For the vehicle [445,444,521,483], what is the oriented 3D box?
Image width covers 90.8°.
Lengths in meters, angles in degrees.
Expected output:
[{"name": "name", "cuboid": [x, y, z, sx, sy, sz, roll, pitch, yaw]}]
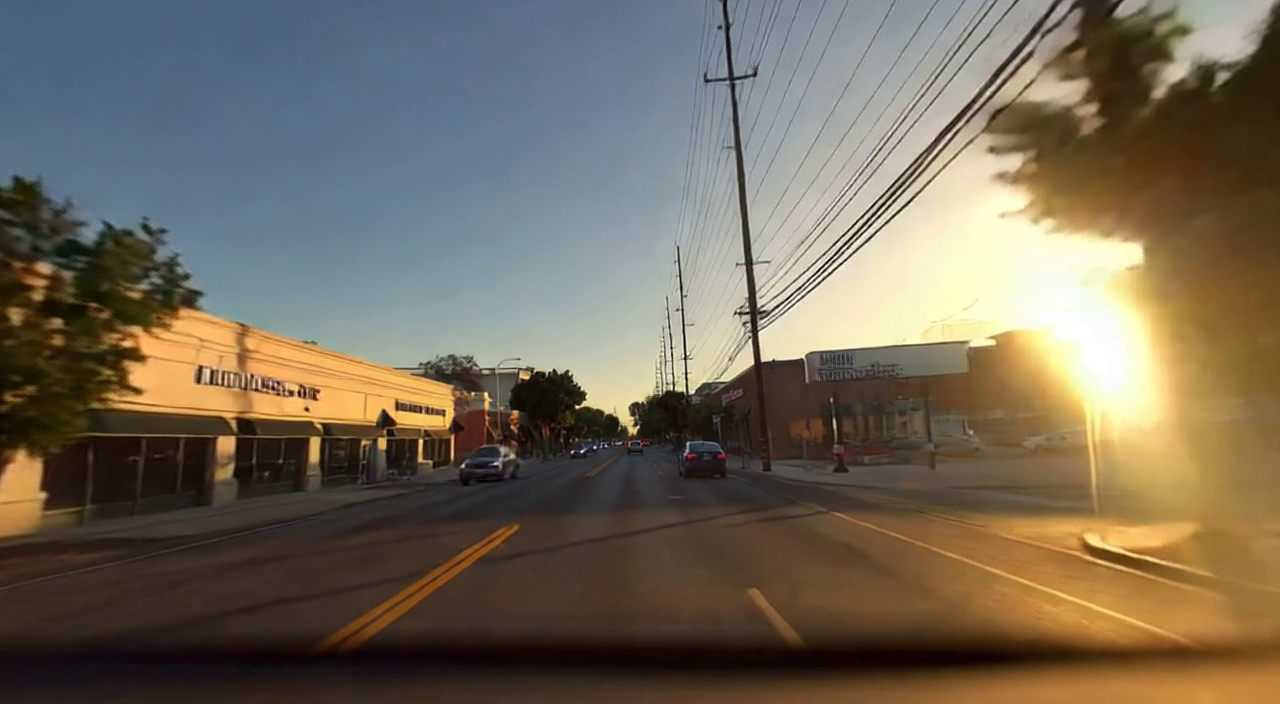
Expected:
[{"name": "vehicle", "cuboid": [-6.403, 4.590, 26.333, 2.069, 1.490, 4.254, 0, -8, 0]}]

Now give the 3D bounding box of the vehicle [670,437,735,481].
[{"name": "vehicle", "cuboid": [2.255, 3.988, 23.775, 1.975, 1.497, 3.647, 0, -8, -2]}]
